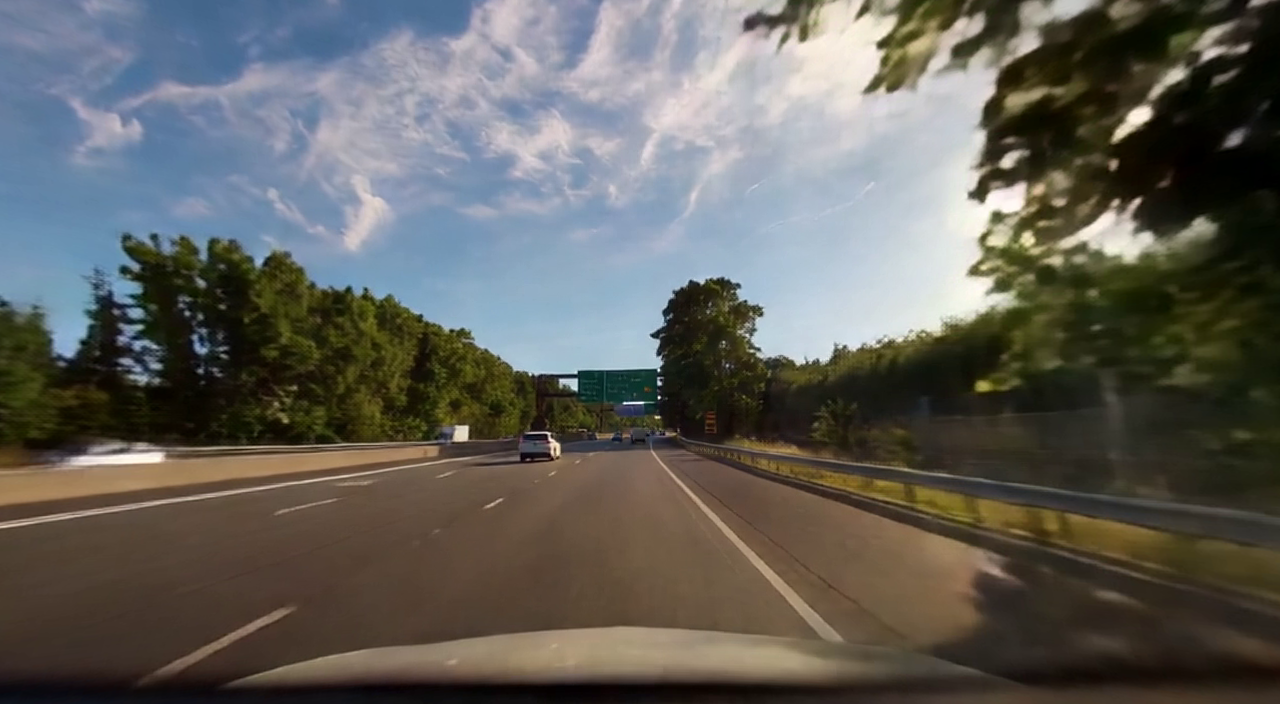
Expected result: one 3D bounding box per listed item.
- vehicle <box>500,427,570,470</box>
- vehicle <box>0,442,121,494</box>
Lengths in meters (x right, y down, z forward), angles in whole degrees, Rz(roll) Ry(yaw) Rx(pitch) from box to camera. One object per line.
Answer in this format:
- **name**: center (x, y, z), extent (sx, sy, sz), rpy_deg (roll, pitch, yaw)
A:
- **vehicle**: center (-4.216, 3.947, 26.041), extent (2.052, 1.626, 4.514), rpy_deg (0, -8, 1)
- **vehicle**: center (-19.706, 3.695, 20.476), extent (1.803, 1.464, 4.532), rpy_deg (0, -8, 0)
